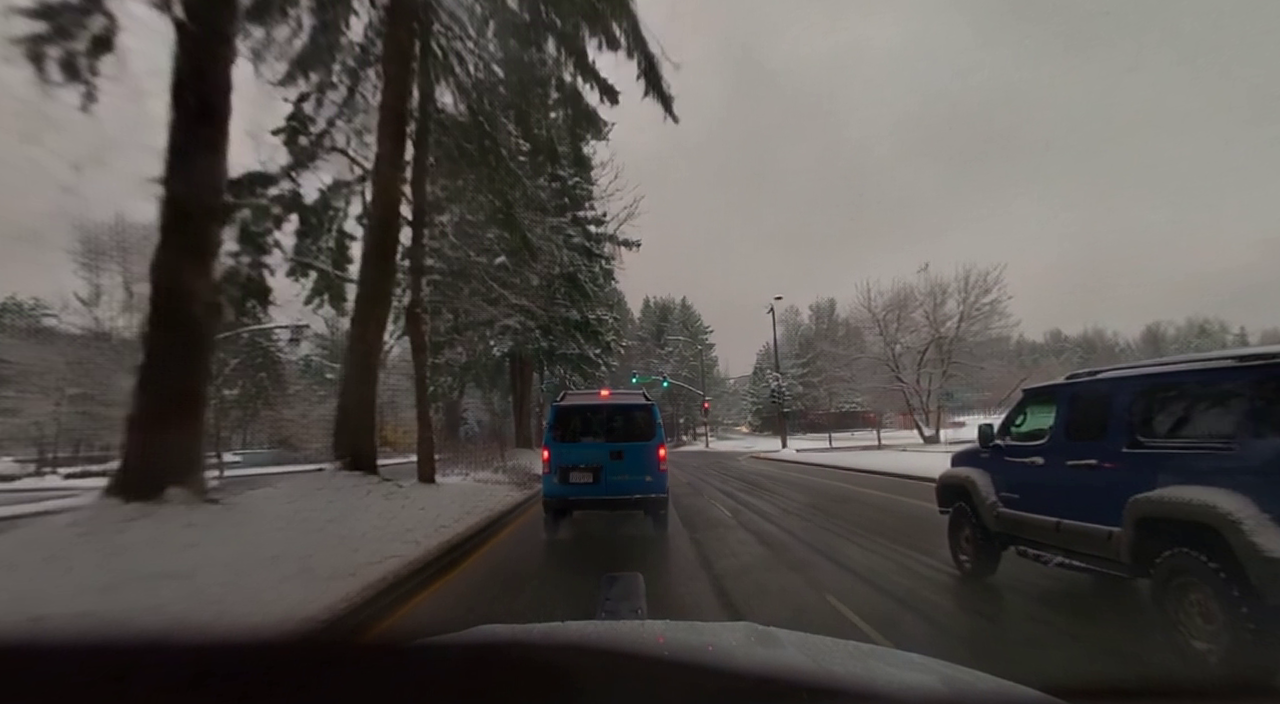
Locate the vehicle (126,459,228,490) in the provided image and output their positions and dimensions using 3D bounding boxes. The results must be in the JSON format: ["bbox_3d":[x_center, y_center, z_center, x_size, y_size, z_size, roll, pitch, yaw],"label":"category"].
[{"bbox_3d":[-27.935,7.353,38.170,4.857,1.729,2.029,-1,-9,9],"label":"vehicle"}]

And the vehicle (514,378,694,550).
[{"bbox_3d":[-0.383,1.653,9.794,2.145,2.046,4.309,0,-9,1],"label":"vehicle"}]

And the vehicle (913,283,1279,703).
[{"bbox_3d":[3.691,0.875,4.137,1.988,1.873,3.968,0,-9,0],"label":"vehicle"}]
